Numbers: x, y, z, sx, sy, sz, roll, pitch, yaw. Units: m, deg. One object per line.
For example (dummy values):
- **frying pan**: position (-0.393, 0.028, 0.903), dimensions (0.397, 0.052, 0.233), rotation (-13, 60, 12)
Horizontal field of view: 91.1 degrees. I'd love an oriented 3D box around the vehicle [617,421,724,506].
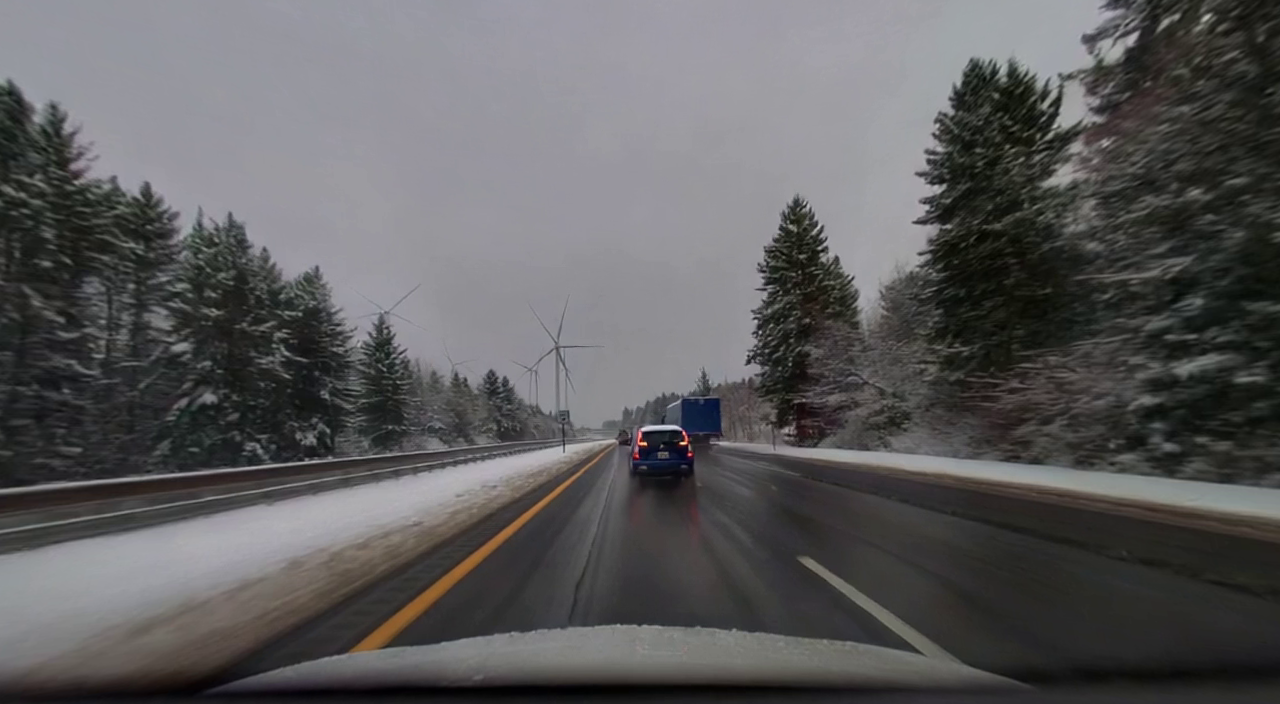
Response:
- **vehicle**: position (0.508, 2.440, 14.372), dimensions (2.038, 1.624, 4.312), rotation (0, -8, -3)
